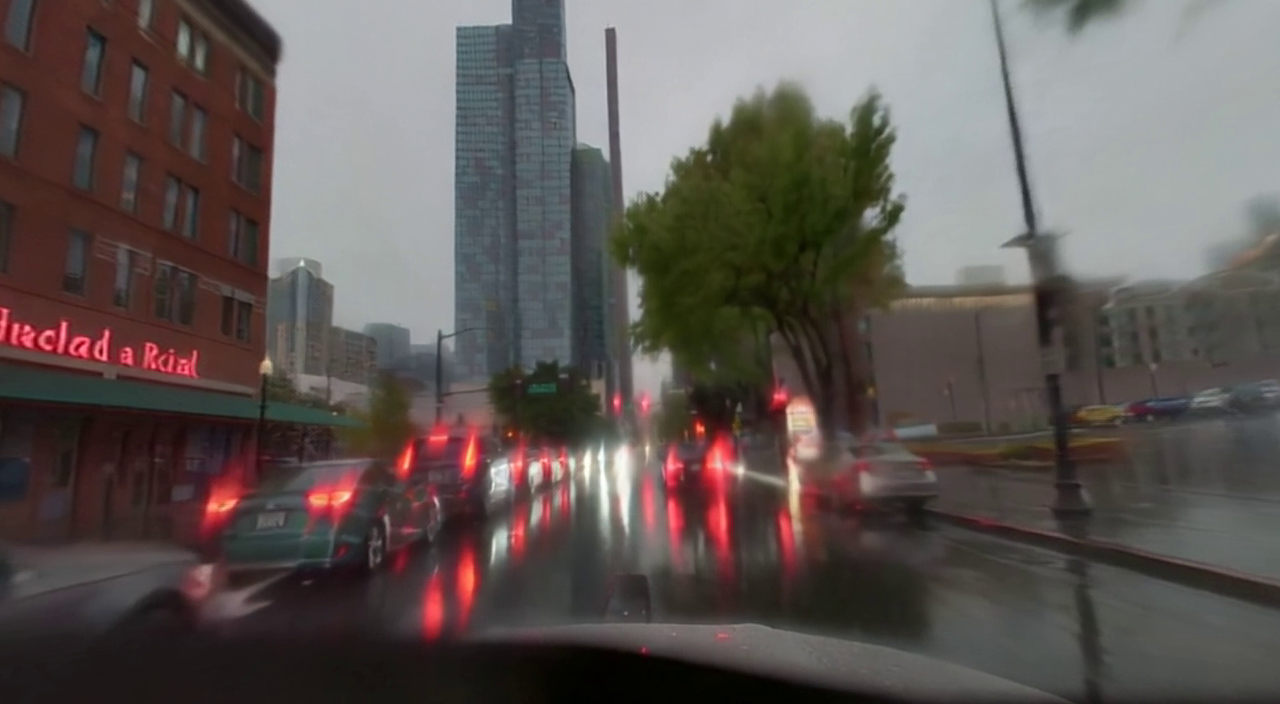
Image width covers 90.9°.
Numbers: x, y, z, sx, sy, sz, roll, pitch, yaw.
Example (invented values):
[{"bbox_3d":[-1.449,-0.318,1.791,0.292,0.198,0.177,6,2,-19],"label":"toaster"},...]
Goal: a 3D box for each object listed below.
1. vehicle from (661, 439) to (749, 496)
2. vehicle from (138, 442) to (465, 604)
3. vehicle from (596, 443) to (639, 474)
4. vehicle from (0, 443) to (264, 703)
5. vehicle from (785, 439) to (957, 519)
[{"bbox_3d":[1.795,3.387,18.908,2.150,1.464,4.467,-1,-8,0],"label":"vehicle"},{"bbox_3d":[-3.886,1.976,8.445,2.214,1.496,4.648,0,-8,-6],"label":"vehicle"},{"bbox_3d":[-1.142,5.550,33.144,2.102,1.521,4.078,0,-8,-1],"label":"vehicle"},{"bbox_3d":[-2.874,0.874,1.000,2.169,1.427,4.531,0,-8,-7],"label":"vehicle"},{"bbox_3d":[4.778,2.665,13.895,1.956,1.446,4.537,0,-8,-2],"label":"vehicle"}]
